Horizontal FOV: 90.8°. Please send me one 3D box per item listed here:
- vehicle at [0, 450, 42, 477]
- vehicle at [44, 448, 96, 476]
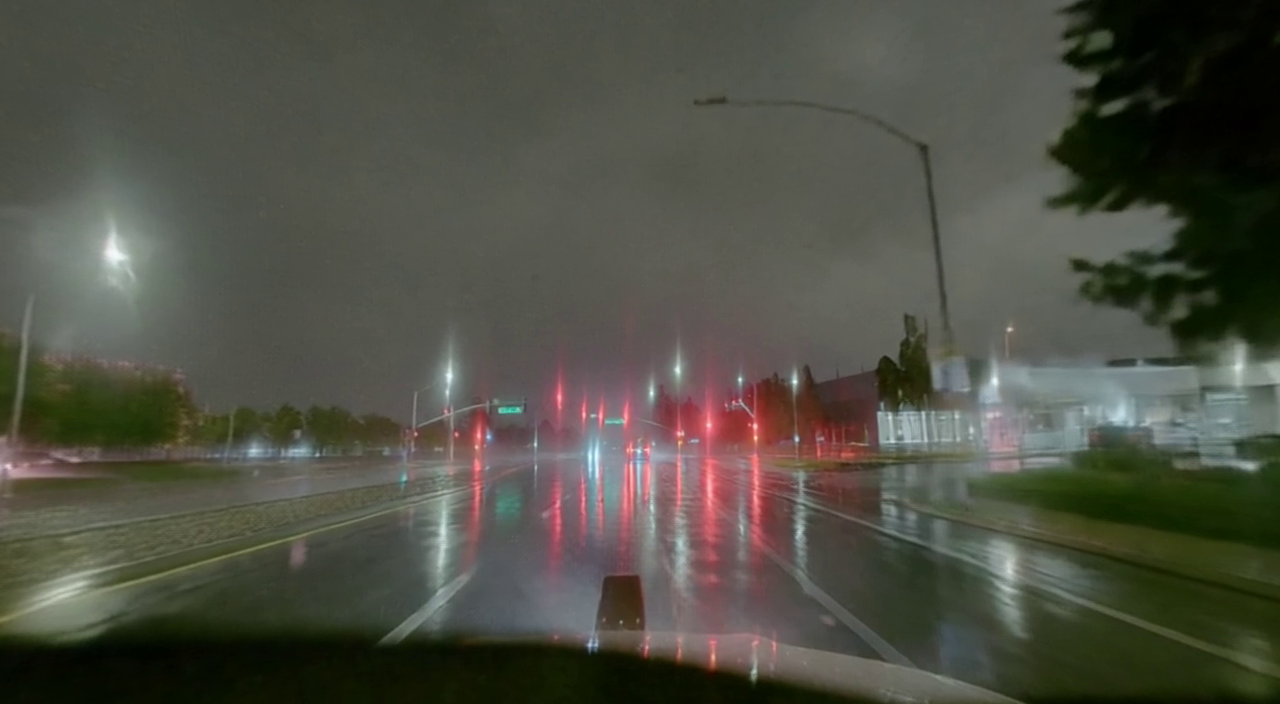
[{"bbox_3d":[-38.185,6.826,38.826,3.758,1.545,1.763,-8,-12,44],"label":"vehicle"},{"bbox_3d":[-37.955,7.258,42.044,4.235,1.748,2.001,-8,-11,42],"label":"vehicle"}]
